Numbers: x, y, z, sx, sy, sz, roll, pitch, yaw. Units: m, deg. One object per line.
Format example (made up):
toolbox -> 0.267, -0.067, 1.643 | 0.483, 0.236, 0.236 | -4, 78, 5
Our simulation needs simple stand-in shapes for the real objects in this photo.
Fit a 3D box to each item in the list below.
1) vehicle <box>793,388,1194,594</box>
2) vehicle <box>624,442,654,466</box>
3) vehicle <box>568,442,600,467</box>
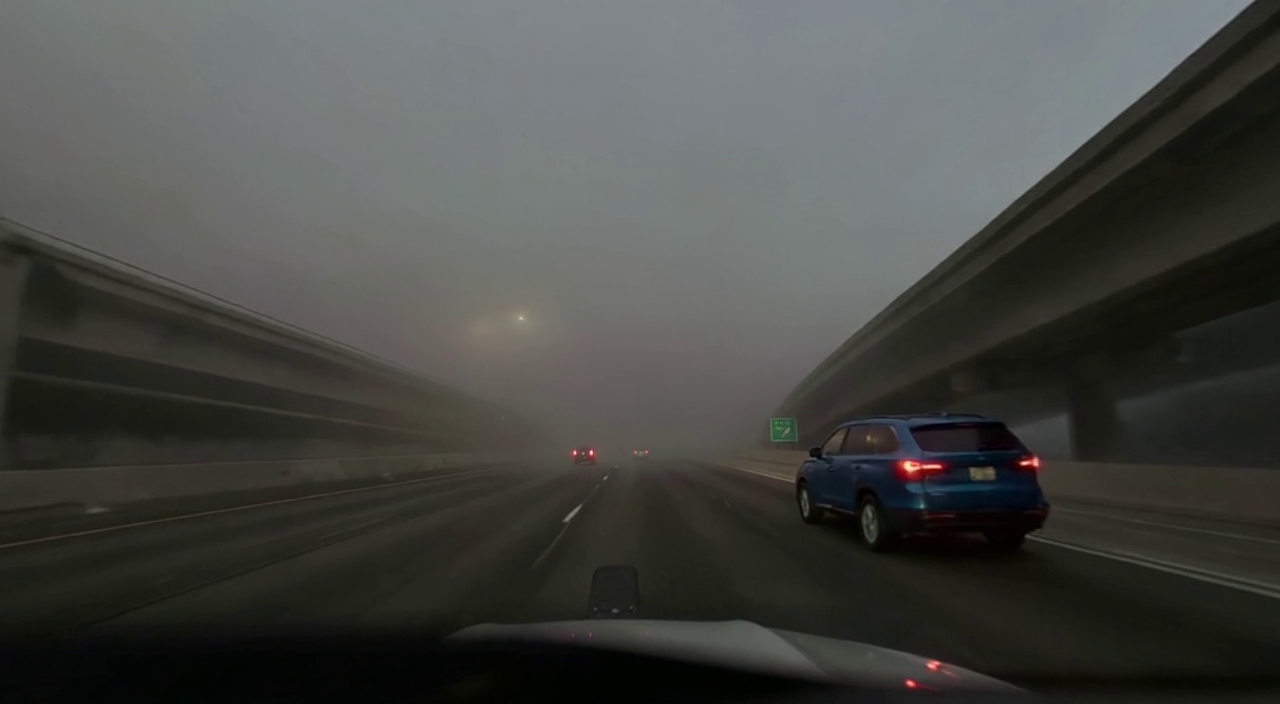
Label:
vehicle -> 3.772, 1.591, 8.135 | 2.288, 1.841, 4.779 | 0, -8, -1
vehicle -> -0.129, 7.561, 47.084 | 2.132, 1.657, 3.967 | 0, -8, -2
vehicle -> -3.984, 7.339, 45.456 | 2.000, 1.646, 4.201 | 0, -8, -1
